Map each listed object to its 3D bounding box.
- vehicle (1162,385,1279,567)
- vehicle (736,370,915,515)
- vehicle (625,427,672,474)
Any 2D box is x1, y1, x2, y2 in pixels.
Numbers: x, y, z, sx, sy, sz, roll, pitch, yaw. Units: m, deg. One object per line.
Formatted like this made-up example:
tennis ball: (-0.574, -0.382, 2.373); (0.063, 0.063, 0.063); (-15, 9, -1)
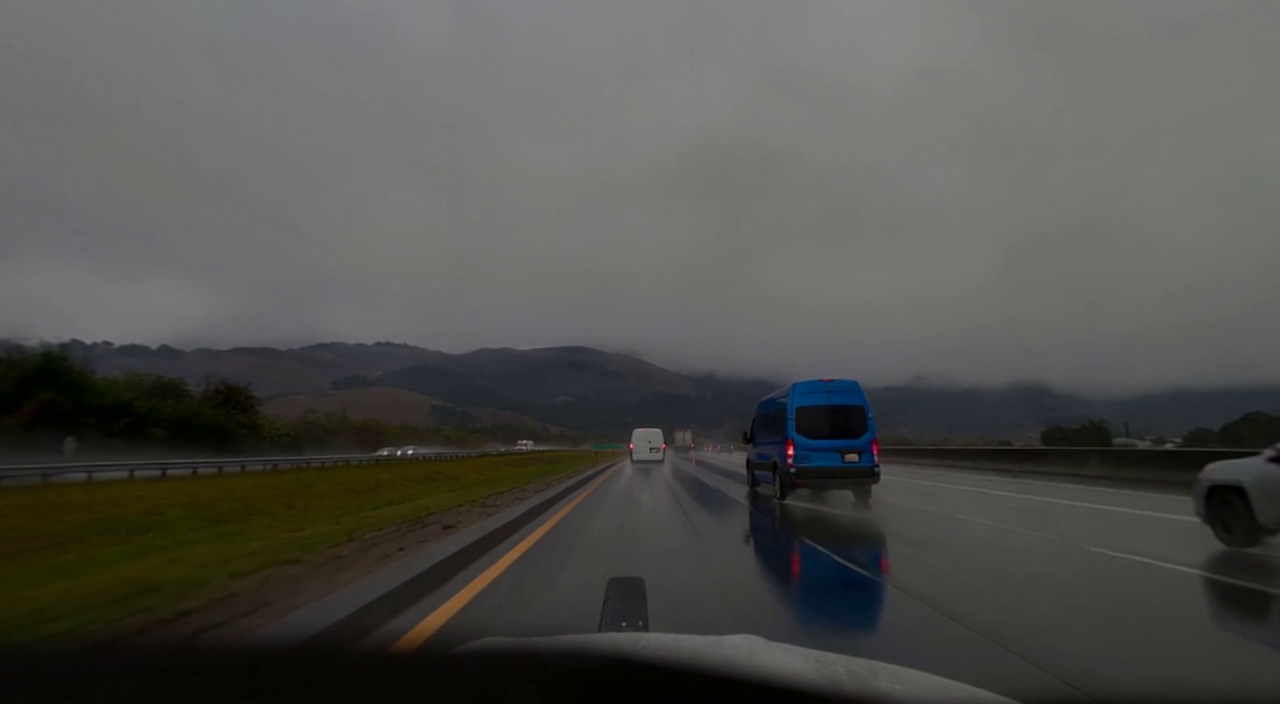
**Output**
vehicle: (7.946, 1.174, 5.714); (2.240, 1.925, 4.854); (0, -8, 0)
vehicle: (3.893, 2.117, 14.791); (2.302, 2.670, 6.176); (0, -8, 0)
vehicle: (0.391, 4.794, 30.862); (2.131, 2.122, 4.473); (0, -8, 0)
